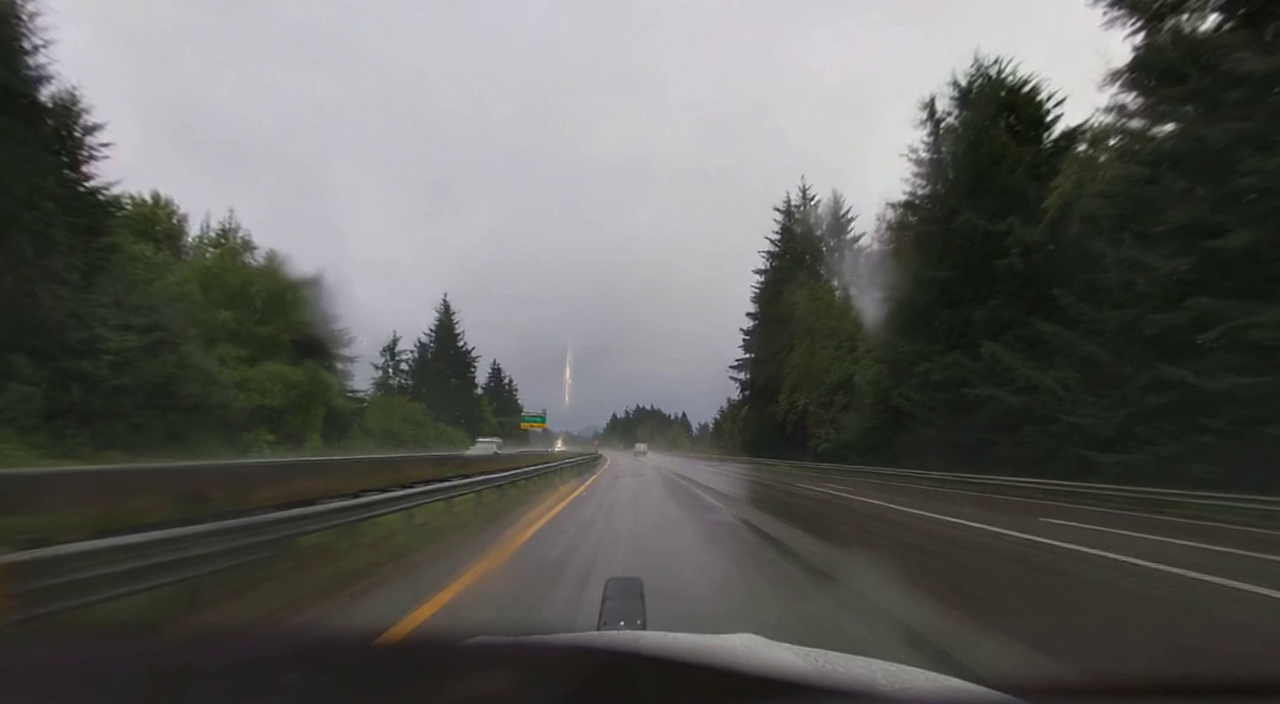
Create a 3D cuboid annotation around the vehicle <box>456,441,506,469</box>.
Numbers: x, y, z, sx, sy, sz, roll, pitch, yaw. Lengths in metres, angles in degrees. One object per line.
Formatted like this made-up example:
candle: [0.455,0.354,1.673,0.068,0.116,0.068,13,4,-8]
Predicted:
vehicle: [-8.991,5.870,36.040,1.840,1.472,4.202,0,-9,-1]
